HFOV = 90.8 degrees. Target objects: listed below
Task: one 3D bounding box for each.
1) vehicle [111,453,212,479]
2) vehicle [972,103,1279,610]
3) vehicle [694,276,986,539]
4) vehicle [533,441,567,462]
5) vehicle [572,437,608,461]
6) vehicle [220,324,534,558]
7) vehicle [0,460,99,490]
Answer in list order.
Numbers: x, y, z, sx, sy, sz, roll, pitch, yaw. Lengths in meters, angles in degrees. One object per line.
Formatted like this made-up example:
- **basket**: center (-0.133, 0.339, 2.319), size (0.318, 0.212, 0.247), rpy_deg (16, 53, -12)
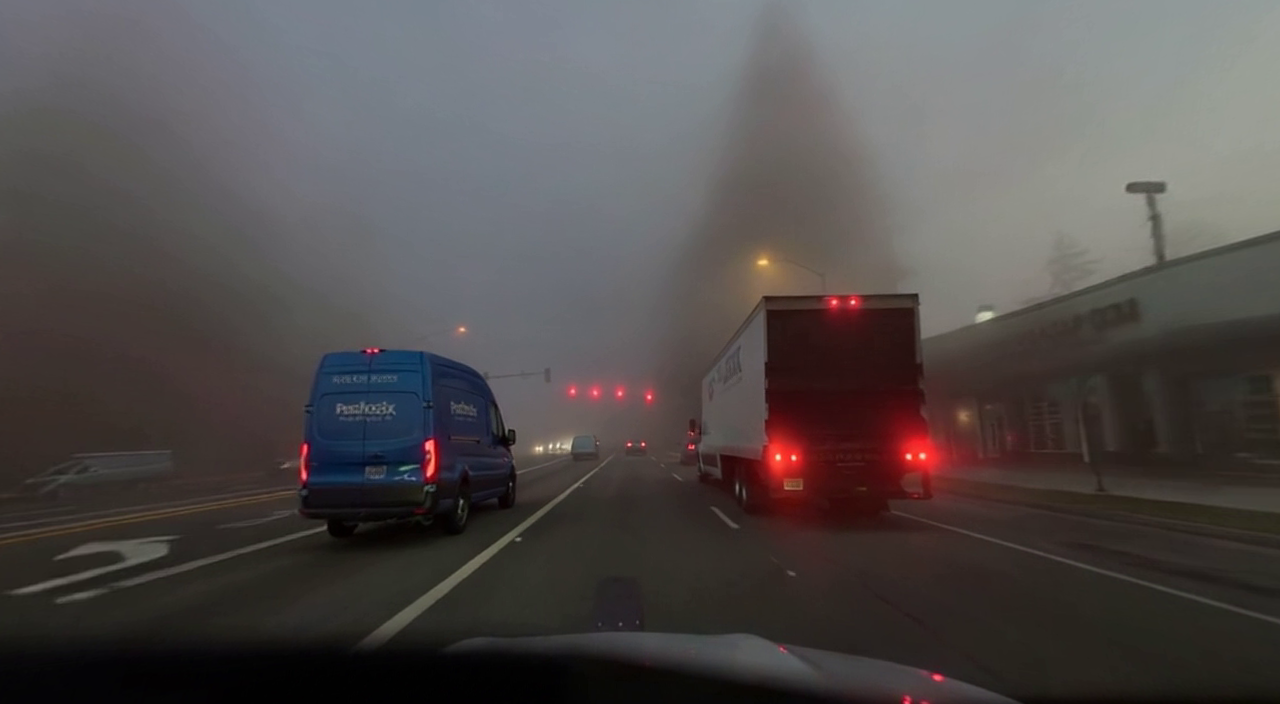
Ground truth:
- **vehicle**: center (-31.324, 7.468, 41.579), size (4.955, 1.514, 1.973), rpy_deg (4, -9, -29)
- **vehicle**: center (6.758, -0.003, 4.972), size (2.949, 4.141, 9.759), rpy_deg (0, -9, 1)
- **vehicle**: center (3.052, 1.439, 13.377), size (2.861, 3.525, 9.858), rpy_deg (0, -9, 0)
- **vehicle**: center (-6.771, 7.586, 48.033), size (1.958, 1.491, 4.155), rpy_deg (0, -9, 0)
- **vehicle**: center (-3.780, 7.523, 49.070), size (2.356, 1.766, 5.674), rpy_deg (0, -9, 0)
- **vehicle**: center (-3.653, 1.528, 10.811), size (2.443, 2.784, 6.493), rpy_deg (0, -9, 1)
- **vehicle**: center (-31.405, 6.334, 32.746), size (4.630, 1.412, 2.019), rpy_deg (4, -10, -26)
